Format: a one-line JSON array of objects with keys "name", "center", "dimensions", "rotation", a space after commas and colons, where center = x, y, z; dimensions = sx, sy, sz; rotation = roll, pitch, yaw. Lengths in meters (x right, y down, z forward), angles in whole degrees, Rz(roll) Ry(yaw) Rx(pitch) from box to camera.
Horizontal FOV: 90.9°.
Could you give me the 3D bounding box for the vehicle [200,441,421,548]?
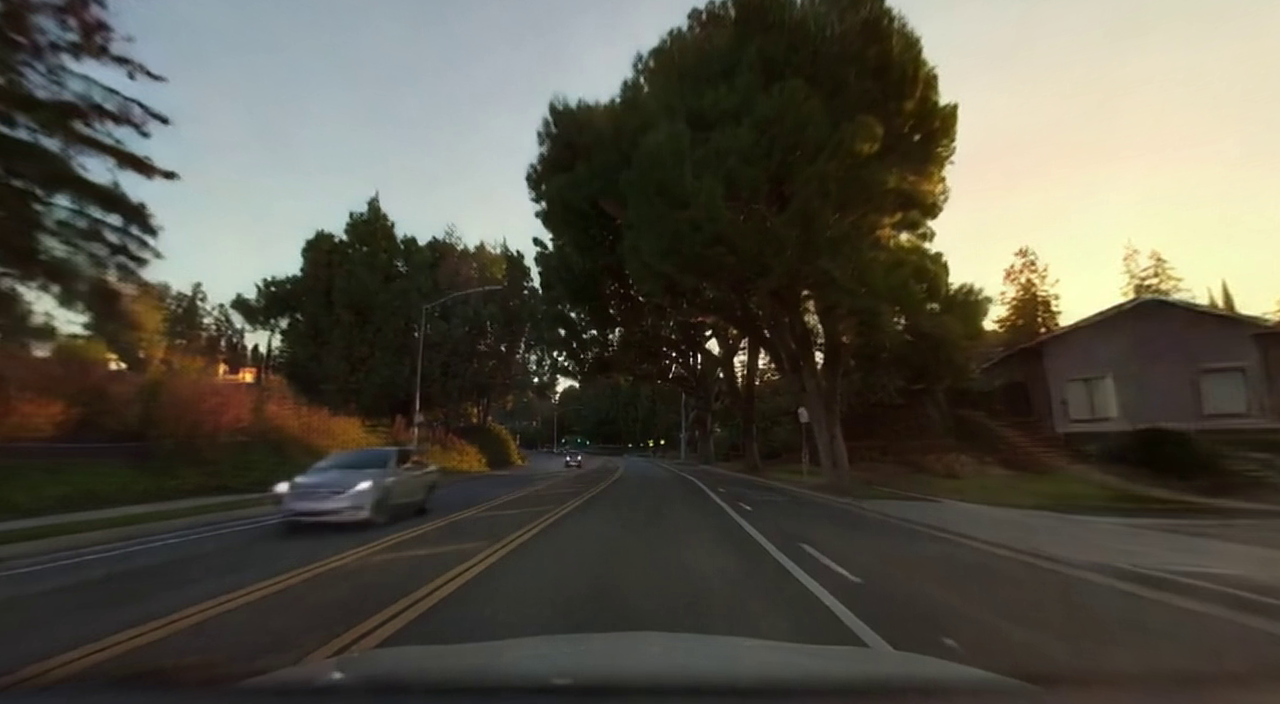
[{"name": "vehicle", "center": [-5.508, 2.376, 11.222], "dimensions": [1.816, 1.543, 3.931], "rotation": [0, -8, 0]}]
